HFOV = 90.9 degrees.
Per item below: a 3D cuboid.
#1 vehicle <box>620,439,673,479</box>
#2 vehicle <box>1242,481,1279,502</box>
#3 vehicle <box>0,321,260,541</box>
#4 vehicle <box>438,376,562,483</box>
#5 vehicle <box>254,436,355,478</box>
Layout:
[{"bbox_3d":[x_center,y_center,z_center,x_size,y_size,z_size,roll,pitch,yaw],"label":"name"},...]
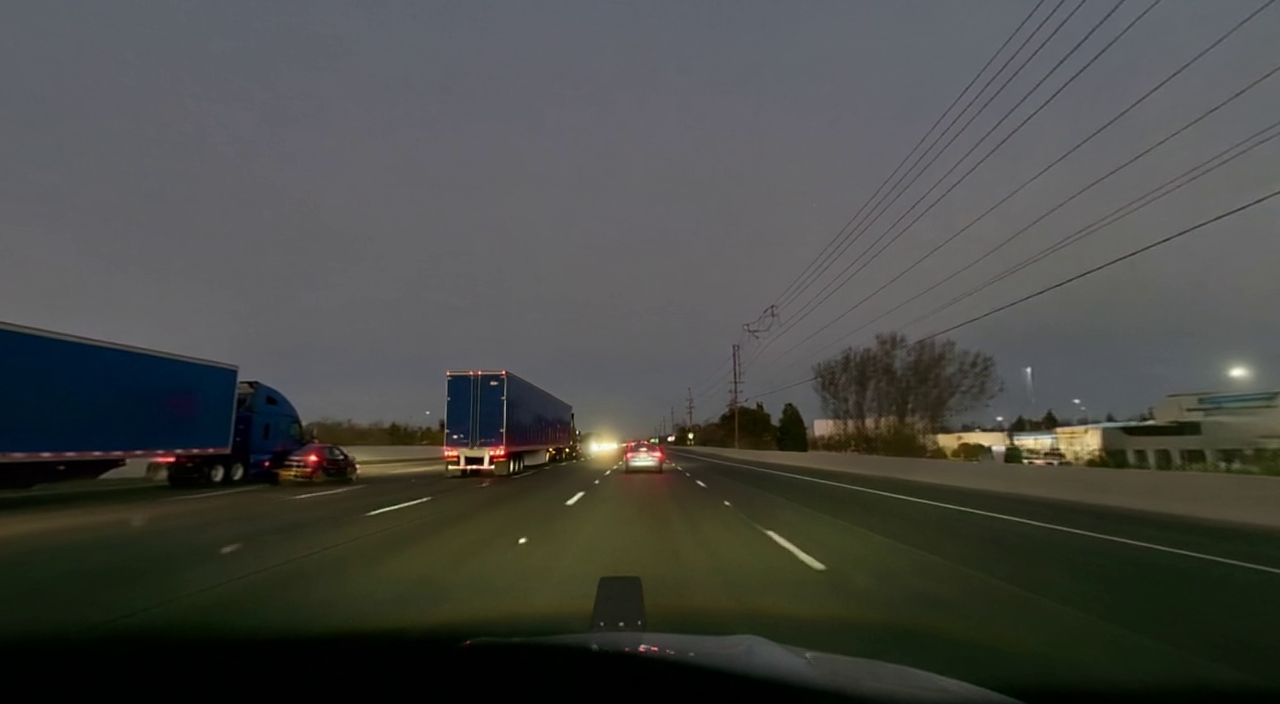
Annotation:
[{"bbox_3d":[0.265,4.483,26.602,2.055,1.514,4.323,0,-8,0],"label":"vehicle"},{"bbox_3d":[49.930,10.882,49.324,3.977,1.471,1.890,1,-9,-9],"label":"vehicle"},{"bbox_3d":[-10.689,1.326,10.302,2.896,3.140,9.491,0,-8,1],"label":"vehicle"},{"bbox_3d":[-6.319,4.092,31.952,2.907,4.081,15.311,0,-8,0],"label":"vehicle"},{"bbox_3d":[-14.679,4.630,27.954,1.938,1.679,4.469,0,-8,1],"label":"vehicle"}]
